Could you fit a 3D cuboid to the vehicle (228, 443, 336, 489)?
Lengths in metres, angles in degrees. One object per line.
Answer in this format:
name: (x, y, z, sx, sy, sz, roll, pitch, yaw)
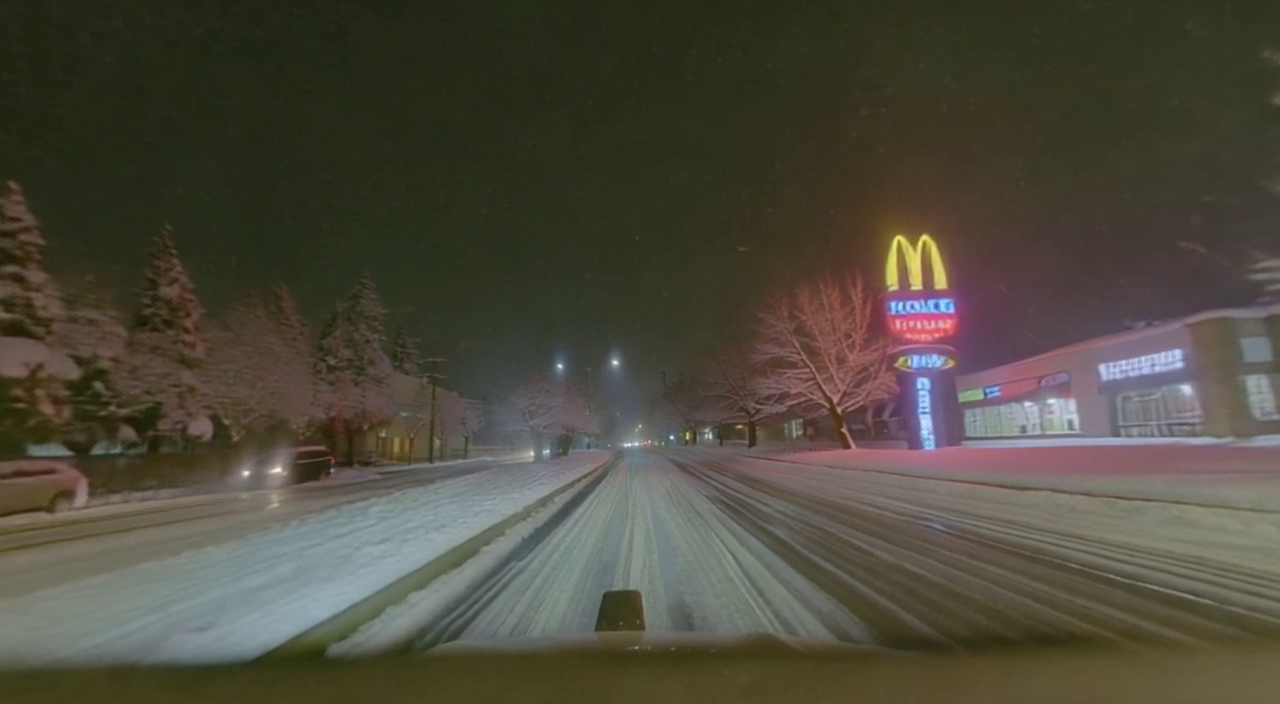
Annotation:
vehicle: (-19.449, 6.159, 34.771, 2.648, 2.106, 6.148, -2, -8, -3)
